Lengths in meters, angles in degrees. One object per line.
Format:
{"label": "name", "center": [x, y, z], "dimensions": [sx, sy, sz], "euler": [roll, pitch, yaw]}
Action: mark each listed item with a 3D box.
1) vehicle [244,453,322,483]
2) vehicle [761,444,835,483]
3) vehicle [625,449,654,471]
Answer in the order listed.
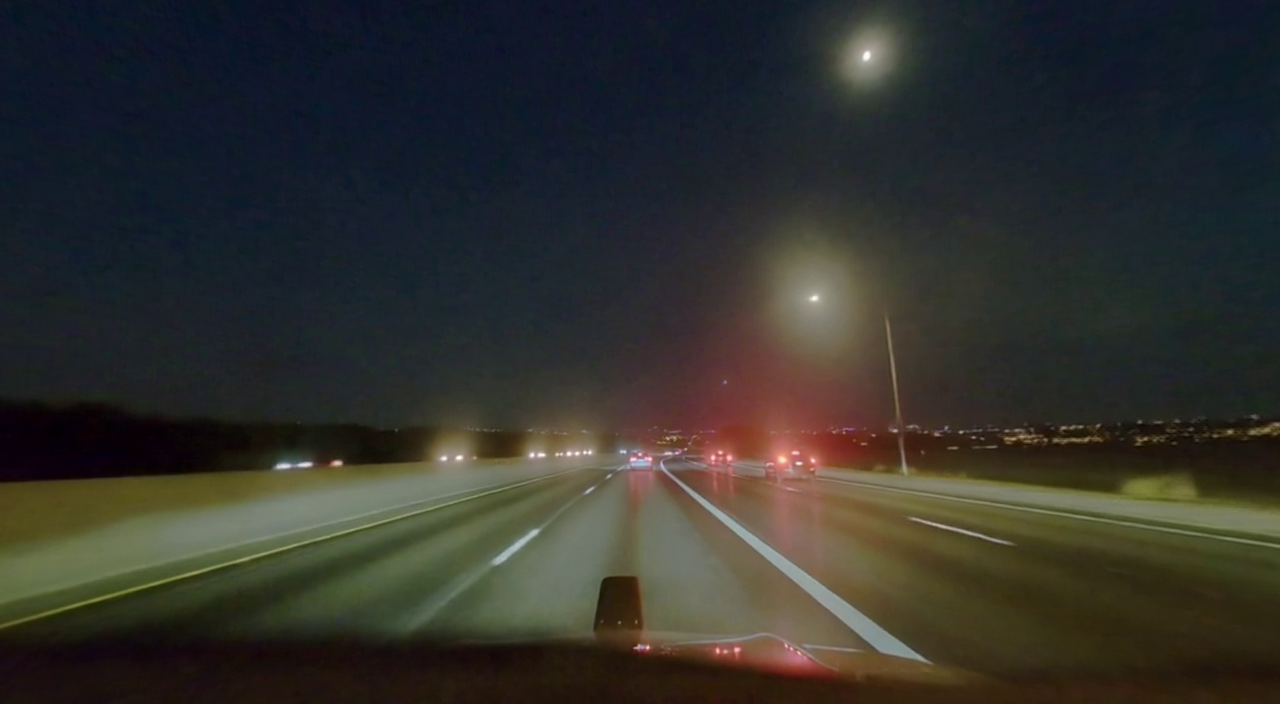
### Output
{"label": "vehicle", "center": [-19.343, 6.259, 34.166], "dimensions": [1.819, 1.504, 4.036], "euler": [-1, -9, 1]}
{"label": "vehicle", "center": [6.897, 4.921, 27.856], "dimensions": [2.008, 1.533, 4.592], "euler": [0, -9, -1]}
{"label": "vehicle", "center": [-0.041, 7.745, 45.113], "dimensions": [2.025, 1.526, 4.181], "euler": [-1, -9, 0]}
